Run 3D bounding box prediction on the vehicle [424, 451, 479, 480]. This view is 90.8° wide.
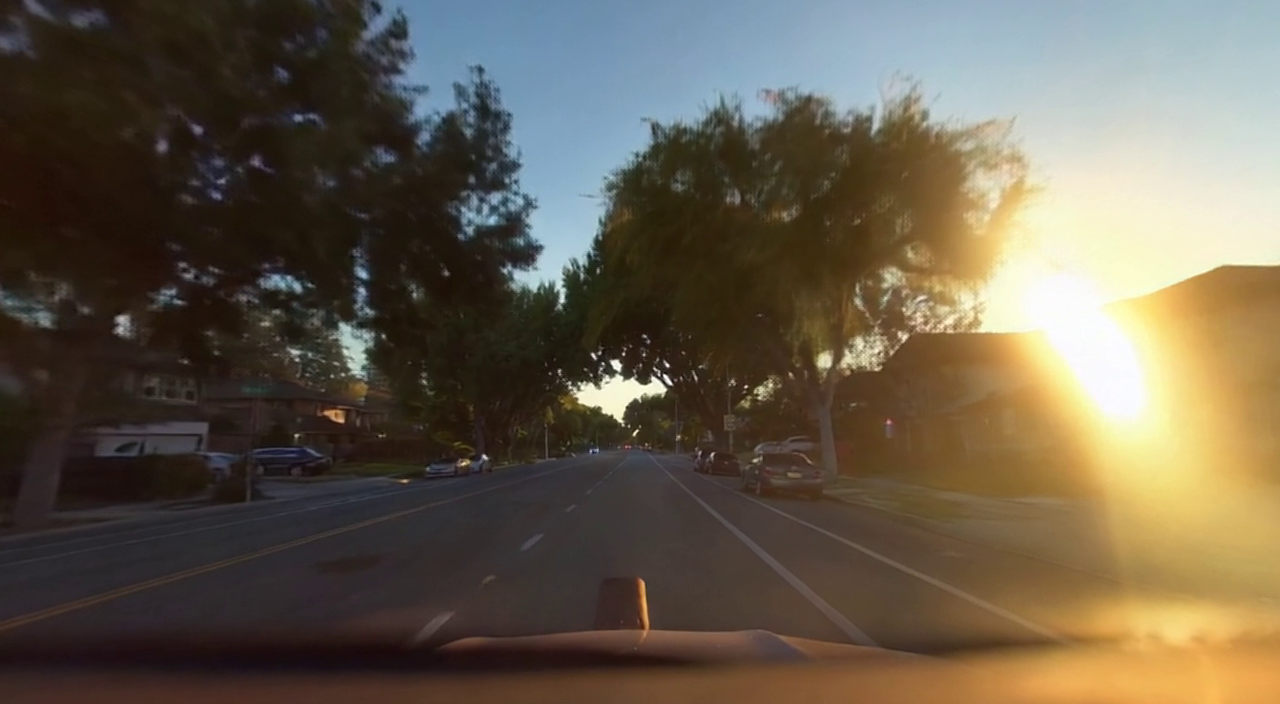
[{"bbox_3d":[-10.935,6.573,36.884,1.895,1.551,4.229,0,-9,0],"label":"vehicle"}]

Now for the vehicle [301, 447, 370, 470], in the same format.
[{"bbox_3d":[-23.731,8.282,49.316,4.304,1.755,2.047,0,-9,-1],"label":"vehicle"}]

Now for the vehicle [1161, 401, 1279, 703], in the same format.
[{"bbox_3d":[4.036,0.788,1.262,1.999,1.615,4.513,0,-9,-2],"label":"vehicle"}]

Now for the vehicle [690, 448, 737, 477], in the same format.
[{"bbox_3d":[3.995,6.054,34.979,2.002,1.493,4.652,0,-9,0],"label":"vehicle"}]

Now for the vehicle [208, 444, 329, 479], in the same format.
[{"bbox_3d":[-20.088,5.915,34.313,5.216,1.780,2.045,0,-9,-1],"label":"vehicle"}]

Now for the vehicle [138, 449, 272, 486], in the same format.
[{"bbox_3d":[-19.220,5.104,28.065,4.446,1.534,2.018,0,-9,2],"label":"vehicle"}]

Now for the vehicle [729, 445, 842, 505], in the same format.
[{"bbox_3d":[4.108,3.539,18.698,1.997,1.510,4.555,0,-9,-4],"label":"vehicle"}]
